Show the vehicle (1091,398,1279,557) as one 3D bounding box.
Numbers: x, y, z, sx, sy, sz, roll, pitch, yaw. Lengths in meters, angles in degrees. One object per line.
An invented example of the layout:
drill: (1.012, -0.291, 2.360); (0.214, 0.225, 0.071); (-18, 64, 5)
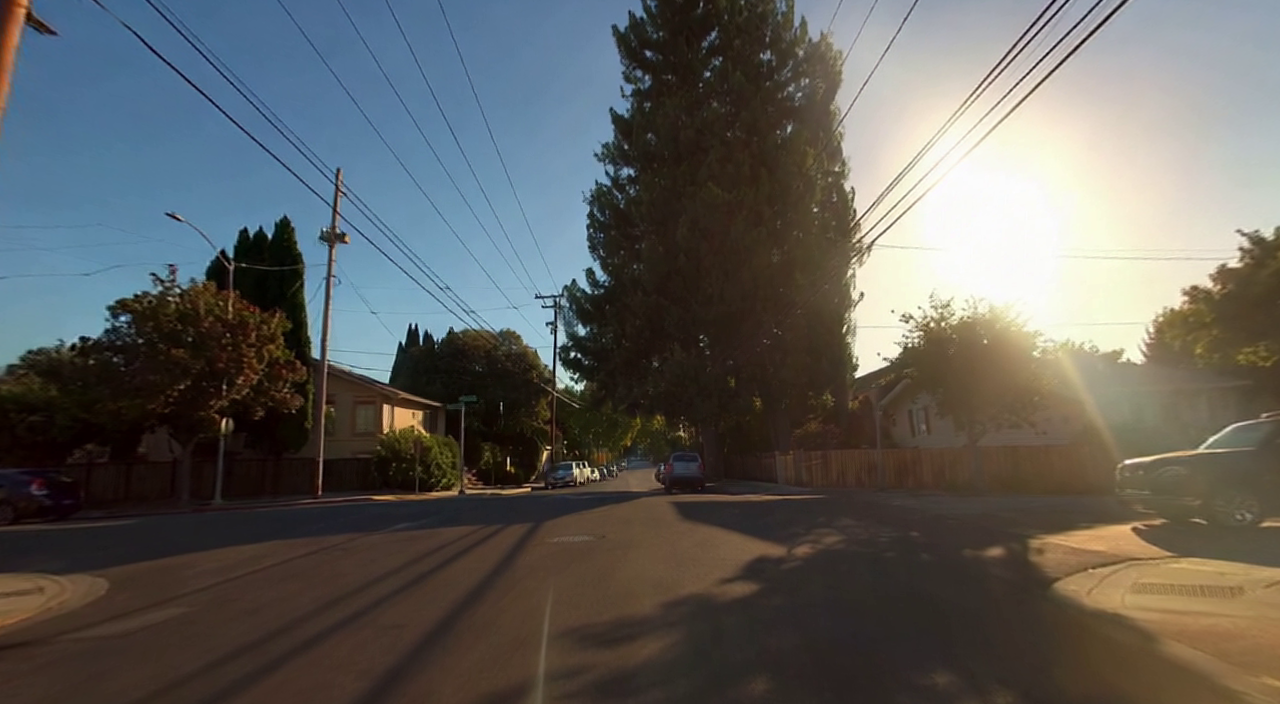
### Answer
vehicle: (9.678, 1.690, 8.947); (4.677, 1.949, 2.334); (-1, -8, 3)

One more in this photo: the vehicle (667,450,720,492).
vehicle: (2.571, 5.850, 31.443); (2.051, 1.874, 4.459); (0, -8, -3)

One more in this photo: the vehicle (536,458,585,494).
vehicle: (-4.298, 6.796, 34.987); (2.189, 1.771, 4.571); (0, -9, -1)
